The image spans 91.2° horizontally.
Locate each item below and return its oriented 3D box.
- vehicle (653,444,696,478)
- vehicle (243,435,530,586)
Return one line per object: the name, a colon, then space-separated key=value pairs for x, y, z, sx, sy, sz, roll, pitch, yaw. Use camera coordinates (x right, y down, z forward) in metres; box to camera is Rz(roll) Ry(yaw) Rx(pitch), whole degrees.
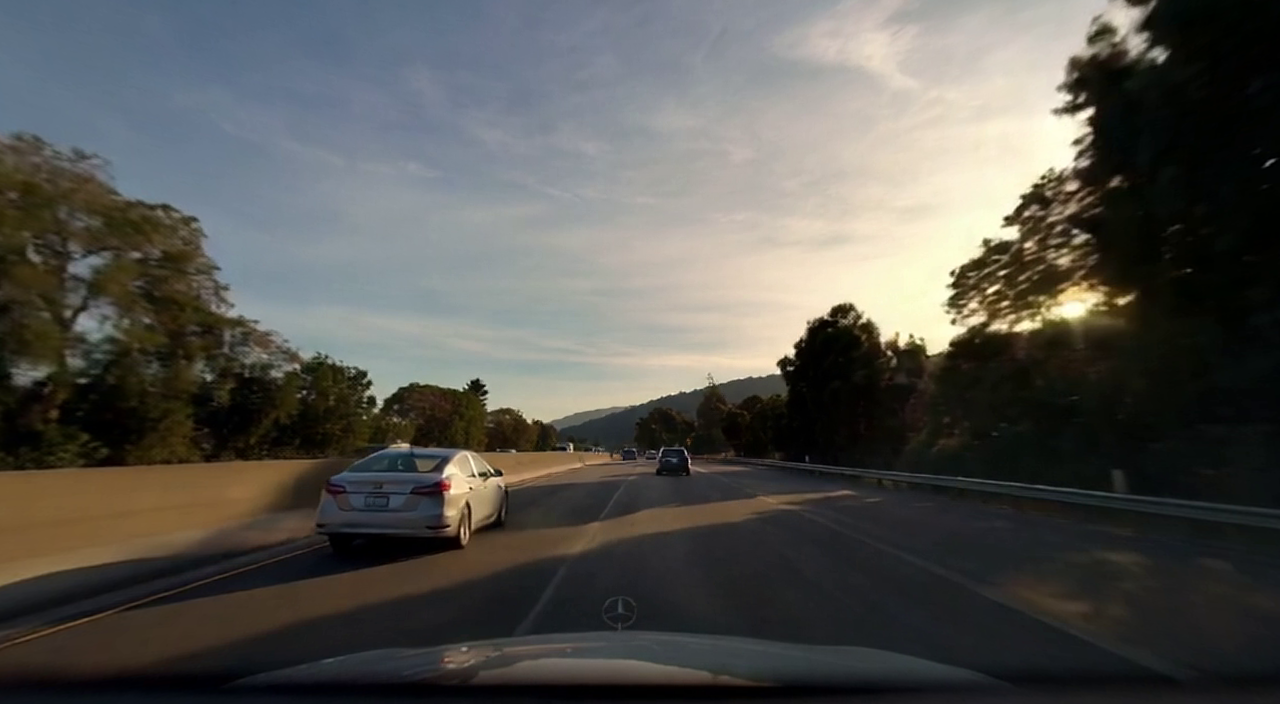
vehicle: x=1.643 y=5.344 z=30.920 sx=1.910 sy=1.554 sz=3.718 roll=0 pitch=-9 yaw=0
vehicle: x=-2.899 y=1.900 z=8.377 sx=2.013 sy=1.479 sz=4.169 roll=0 pitch=-9 yaw=1
